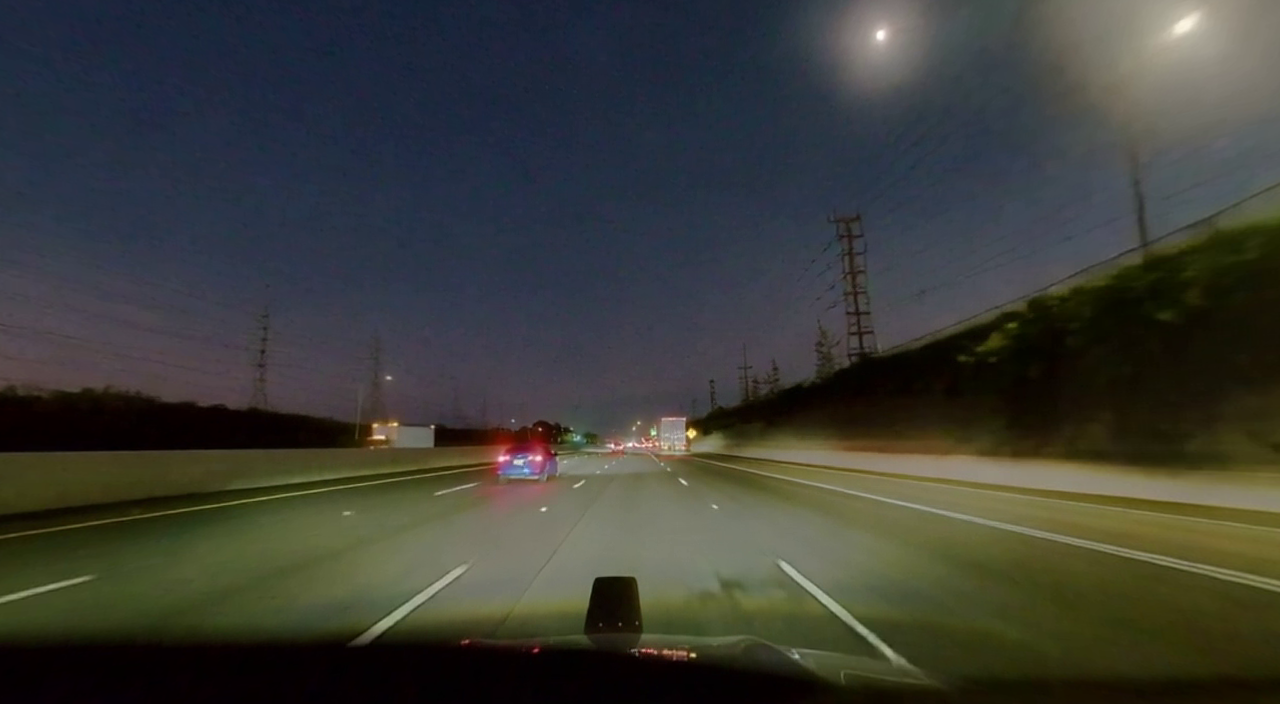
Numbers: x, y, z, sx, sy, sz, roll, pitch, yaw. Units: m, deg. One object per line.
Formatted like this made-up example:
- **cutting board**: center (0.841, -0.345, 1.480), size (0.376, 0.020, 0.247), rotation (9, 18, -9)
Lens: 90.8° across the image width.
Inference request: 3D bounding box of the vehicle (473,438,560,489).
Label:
- **vehicle**: center (-3.965, 3.667, 21.061), size (2.009, 1.533, 4.175), rotation (0, -9, 1)
